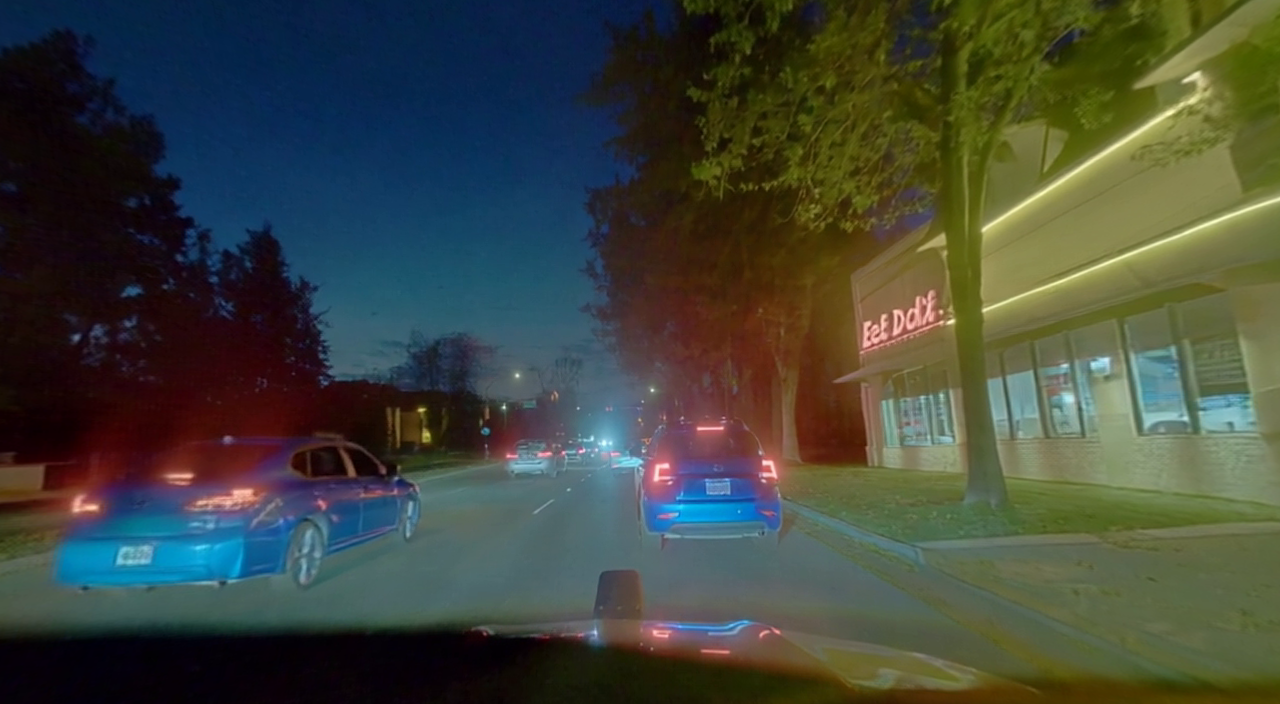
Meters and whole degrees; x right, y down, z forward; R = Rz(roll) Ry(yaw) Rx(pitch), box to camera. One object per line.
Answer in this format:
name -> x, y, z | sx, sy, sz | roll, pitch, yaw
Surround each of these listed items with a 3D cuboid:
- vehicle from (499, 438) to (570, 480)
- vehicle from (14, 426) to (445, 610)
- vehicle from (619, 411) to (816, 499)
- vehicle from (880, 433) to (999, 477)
vehicle -> -3.971, 4.088, 24.372 | 2.042, 1.470, 4.123 | 0, -8, 0
vehicle -> -4.002, 1.659, 7.273 | 2.026, 1.466, 4.282 | 0, -8, 1
vehicle -> 1.904, 2.629, 16.332 | 4.642, 1.955, 2.052 | -6, -10, 37
vehicle -> 12.309, 4.258, 25.955 | 3.871, 1.525, 1.835 | -3, -9, 0
